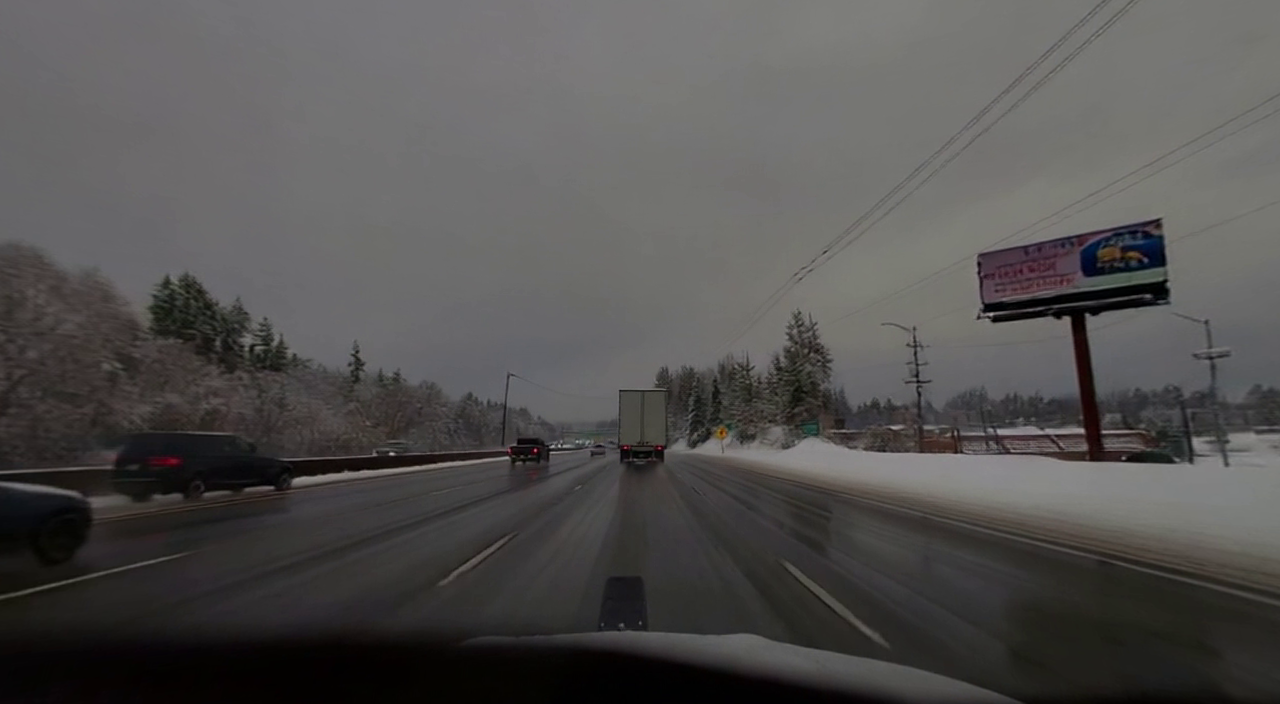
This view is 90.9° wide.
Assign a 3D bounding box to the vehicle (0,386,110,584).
[{"bbox_3d":[-7.143,1.028,4.390,2.197,1.847,5.364,0,-8,0],"label":"vehicle"}]

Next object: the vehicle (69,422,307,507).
[{"bbox_3d":[-11.012,2.779,16.074,2.010,1.766,5.365,0,-8,1],"label":"vehicle"}]

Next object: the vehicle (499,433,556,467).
[{"bbox_3d":[-6.736,5.948,38.450,2.263,1.936,5.802,0,-8,1],"label":"vehicle"}]

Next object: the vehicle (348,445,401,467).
[{"bbox_3d":[-18.006,7.044,43.000,1.862,1.446,3.826,0,-8,2],"label":"vehicle"}]

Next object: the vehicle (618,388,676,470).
[{"bbox_3d":[0.596,4.650,37.047,2.879,4.027,11.243,-1,-8,2],"label":"vehicle"}]
